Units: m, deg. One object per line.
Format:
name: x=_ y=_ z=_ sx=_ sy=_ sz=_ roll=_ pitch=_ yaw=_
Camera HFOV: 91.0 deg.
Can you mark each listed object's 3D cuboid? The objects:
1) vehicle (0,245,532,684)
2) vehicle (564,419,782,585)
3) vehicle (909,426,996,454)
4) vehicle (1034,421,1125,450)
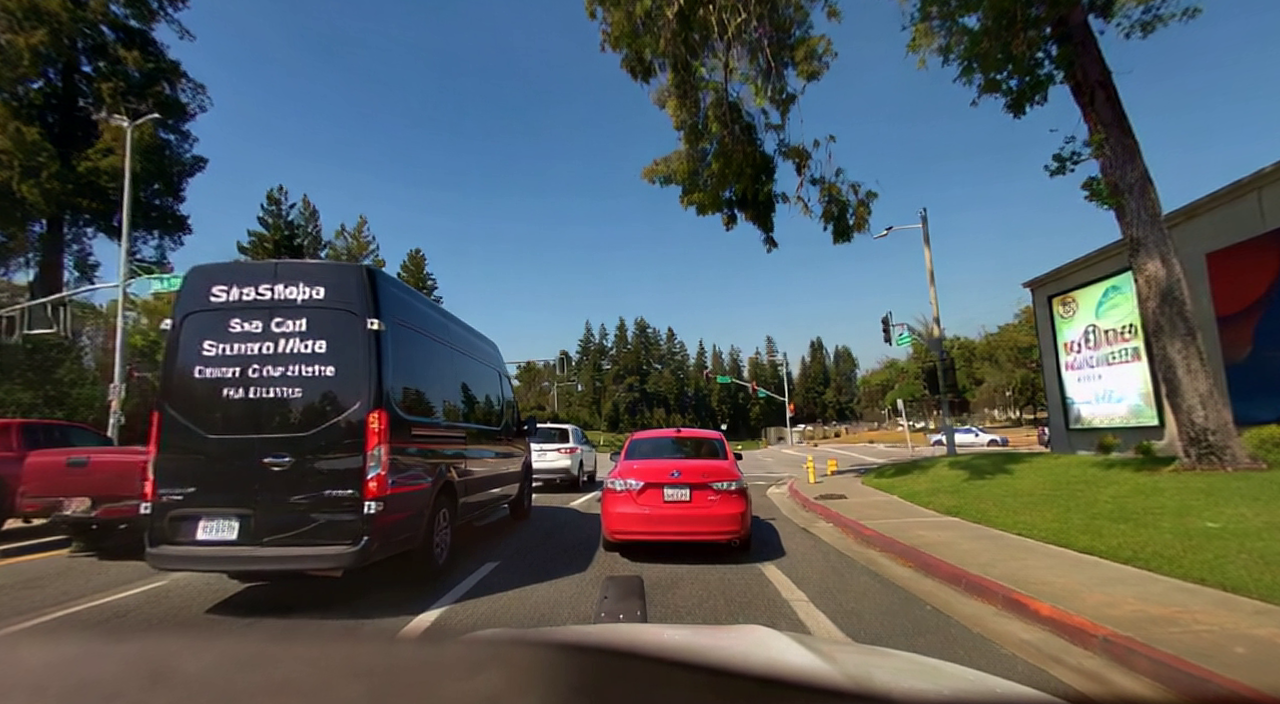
vehicle: x=-3.070 y=1.125 z=7.243 sx=2.555 sy=3.035 sz=5.702 roll=0 pitch=-8 yaw=1
vehicle: x=0.572 y=1.955 z=9.123 sx=2.398 sy=1.773 sz=4.254 roll=-1 pitch=-8 yaw=6
vehicle: x=21.981 y=6.200 z=44.293 sx=5.021 sy=1.848 sz=2.210 roll=1 pitch=-8 yaw=-9
vehicle: x=32.037 y=6.093 z=45.950 sx=5.084 sy=2.041 sz=2.360 roll=1 pitch=-8 yaw=-9
